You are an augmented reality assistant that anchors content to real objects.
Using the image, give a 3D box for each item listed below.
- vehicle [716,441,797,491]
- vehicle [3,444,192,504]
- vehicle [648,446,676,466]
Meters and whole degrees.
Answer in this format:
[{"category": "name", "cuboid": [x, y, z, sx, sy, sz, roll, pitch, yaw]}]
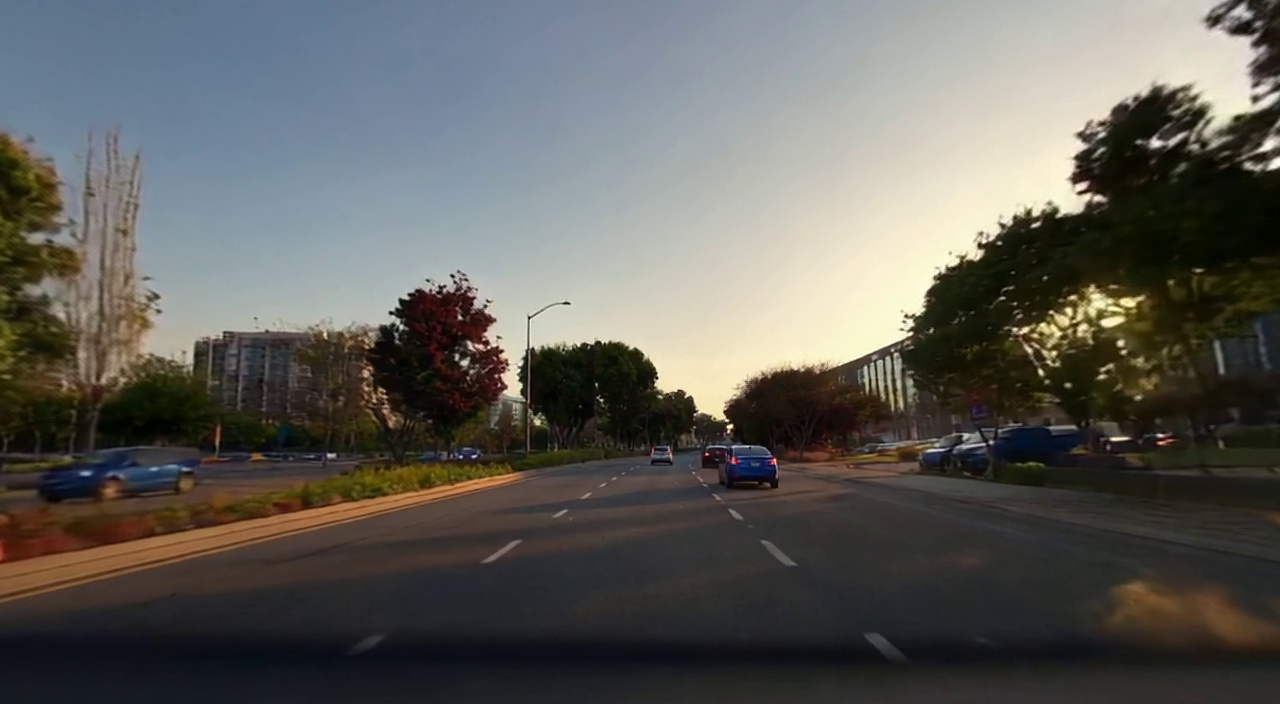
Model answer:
[{"category": "vehicle", "cuboid": [3.879, 3.891, 21.880, 1.981, 1.499, 4.536, 0, -9, 1]}, {"category": "vehicle", "cuboid": [-14.696, 3.286, 17.435, 1.809, 1.434, 3.952, 0, -9, -3]}, {"category": "vehicle", "cuboid": [1.759, 8.086, 49.284, 2.059, 1.477, 3.988, -1, -9, 4]}]
